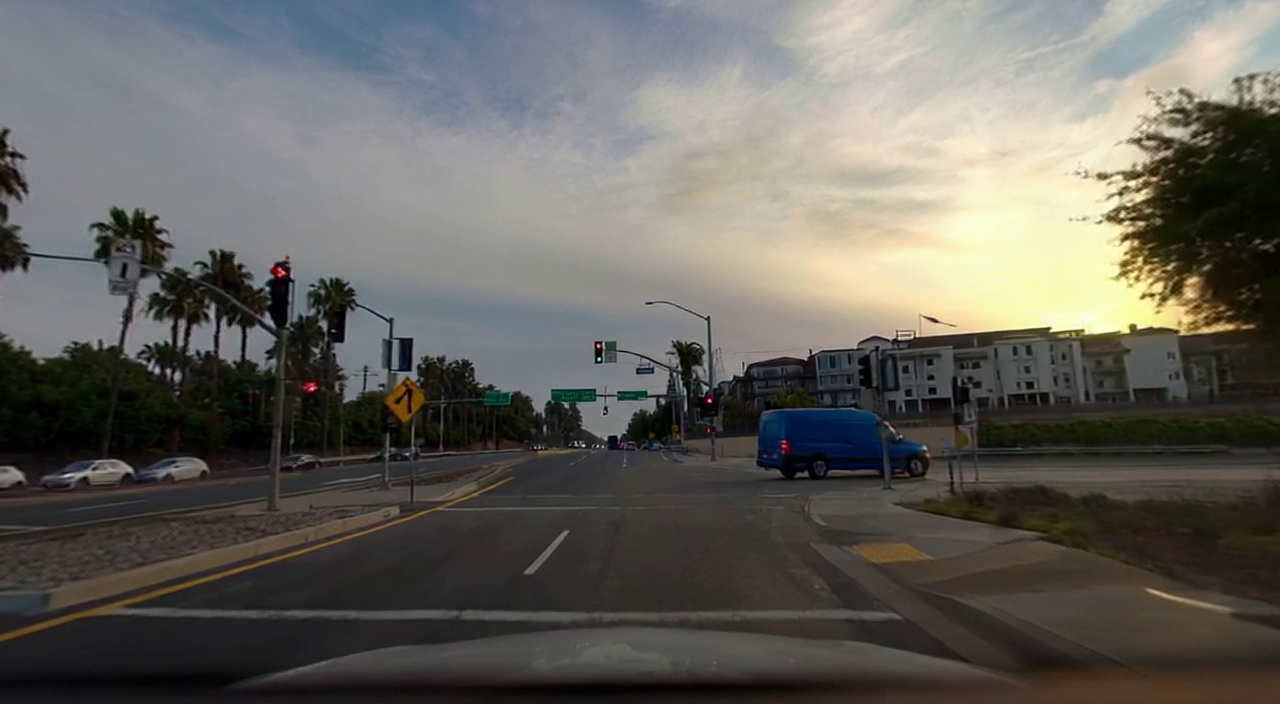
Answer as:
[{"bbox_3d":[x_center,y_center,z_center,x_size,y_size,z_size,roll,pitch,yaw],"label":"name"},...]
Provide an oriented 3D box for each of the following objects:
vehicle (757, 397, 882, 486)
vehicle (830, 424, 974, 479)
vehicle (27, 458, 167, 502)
[{"bbox_3d":[6.847,3.383,23.998,4.180,3.020,2.606,7,-11,-41],"label":"vehicle"},{"bbox_3d":[11.256,4.226,27.079,6.055,2.140,2.266,5,-9,-28],"label":"vehicle"},{"bbox_3d":[-21.108,4.911,24.552,4.881,1.477,2.204,-4,-9,25],"label":"vehicle"}]
